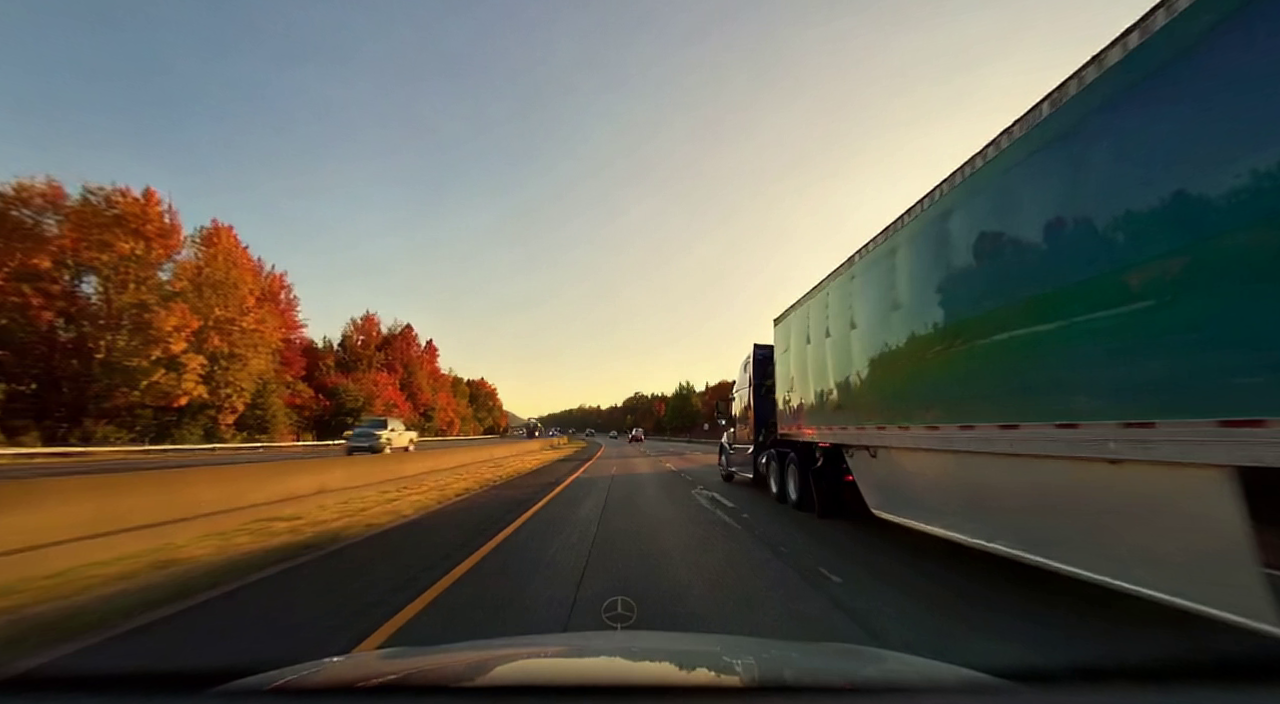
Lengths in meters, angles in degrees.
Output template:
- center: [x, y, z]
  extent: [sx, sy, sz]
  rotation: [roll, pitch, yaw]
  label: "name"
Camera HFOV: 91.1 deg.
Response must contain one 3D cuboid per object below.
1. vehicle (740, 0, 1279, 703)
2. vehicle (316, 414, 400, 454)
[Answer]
- center: [3.802, 0.167, 7.264]
  extent: [2.926, 4.008, 14.104]
  rotation: [0, -8, 0]
  label: "vehicle"
- center: [-13.452, 3.956, 30.307]
  extent: [1.950, 1.769, 4.636]
  rotation: [0, -8, -1]
  label: "vehicle"
